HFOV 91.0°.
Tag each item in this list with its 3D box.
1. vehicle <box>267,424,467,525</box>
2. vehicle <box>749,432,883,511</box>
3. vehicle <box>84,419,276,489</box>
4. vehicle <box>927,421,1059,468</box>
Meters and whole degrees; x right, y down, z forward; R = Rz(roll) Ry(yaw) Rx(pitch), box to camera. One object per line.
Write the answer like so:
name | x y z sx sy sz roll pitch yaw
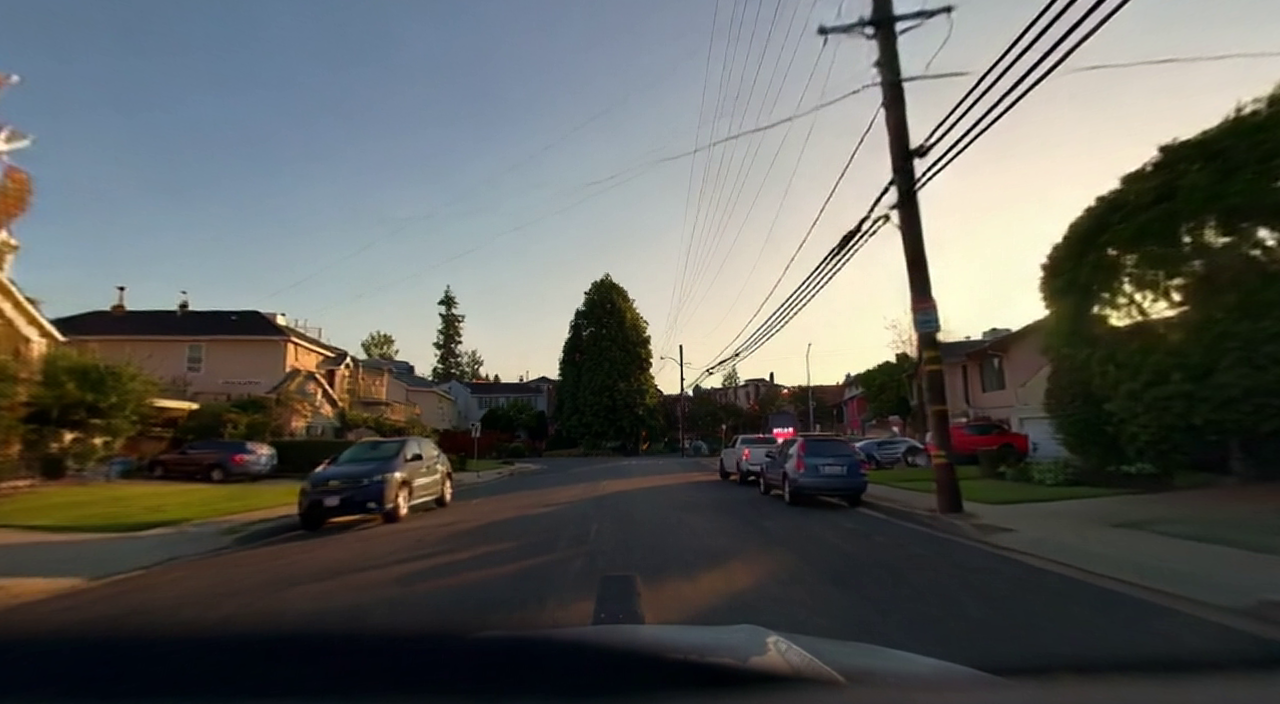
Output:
vehicle | -6.040 2.770 14.983 2.322 1.913 5.582 0 -8 -1
vehicle | 3.880 2.693 14.652 1.848 1.550 4.054 0 -8 -1
vehicle | -18.027 4.018 25.009 5.548 2.609 2.235 1 -9 -8
vehicle | 15.370 4.050 27.633 4.514 1.921 2.038 -1 -8 2
